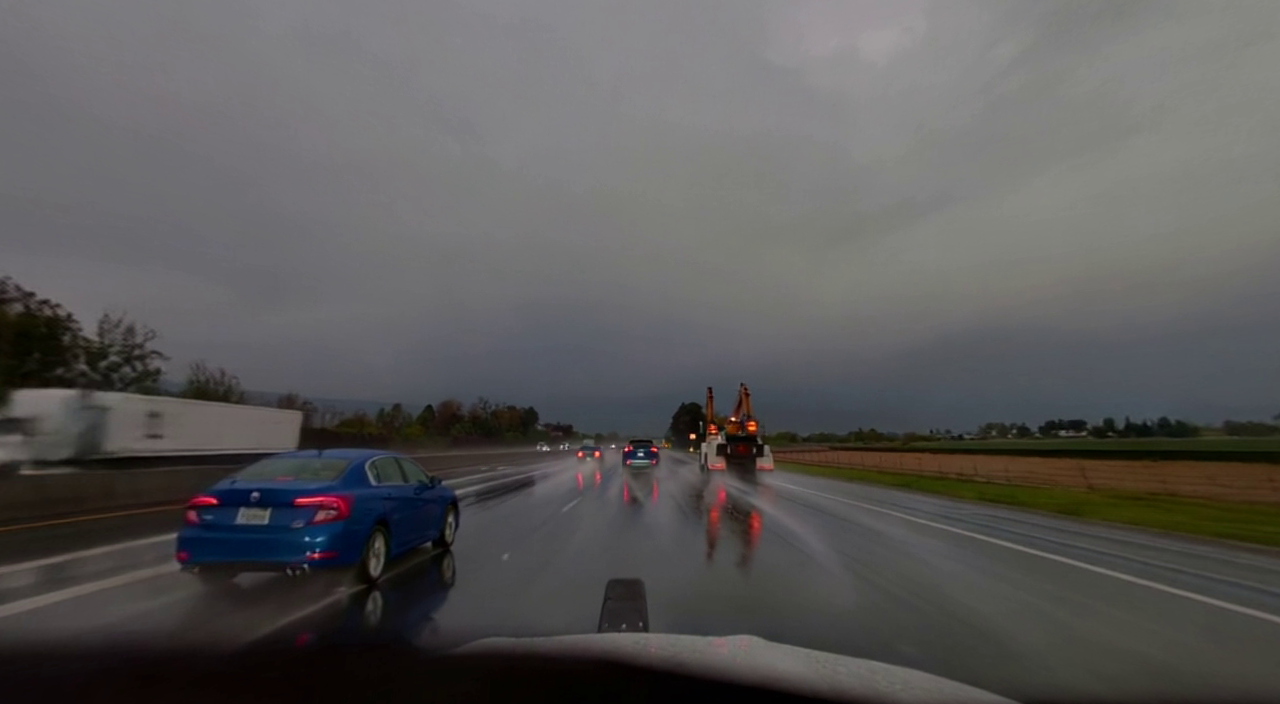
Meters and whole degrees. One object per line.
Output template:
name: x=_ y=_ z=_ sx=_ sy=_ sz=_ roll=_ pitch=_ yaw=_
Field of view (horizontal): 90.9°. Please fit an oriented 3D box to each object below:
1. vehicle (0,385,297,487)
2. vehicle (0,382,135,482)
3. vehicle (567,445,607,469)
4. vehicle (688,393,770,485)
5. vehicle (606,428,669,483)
vehicle: x=-25.046 y=4.656 z=34.084 sx=3.477 sy=4.162 sz=16.507 roll=0 pitch=-8 yaw=1
vehicle: x=-25.030 y=3.326 z=25.793 sx=2.998 sy=3.638 sz=6.625 roll=0 pitch=-8 yaw=1
vehicle: x=-3.322 y=6.669 z=40.352 sx=2.096 sy=1.469 sz=4.319 roll=0 pitch=-8 yaw=1
vehicle: x=4.060 y=4.314 z=31.109 sx=2.793 sy=3.828 sz=9.580 roll=0 pitch=-8 yaw=1
vehicle: x=-0.065 y=4.116 z=25.417 sx=2.308 sy=1.993 sz=4.631 roll=0 pitch=-8 yaw=1
